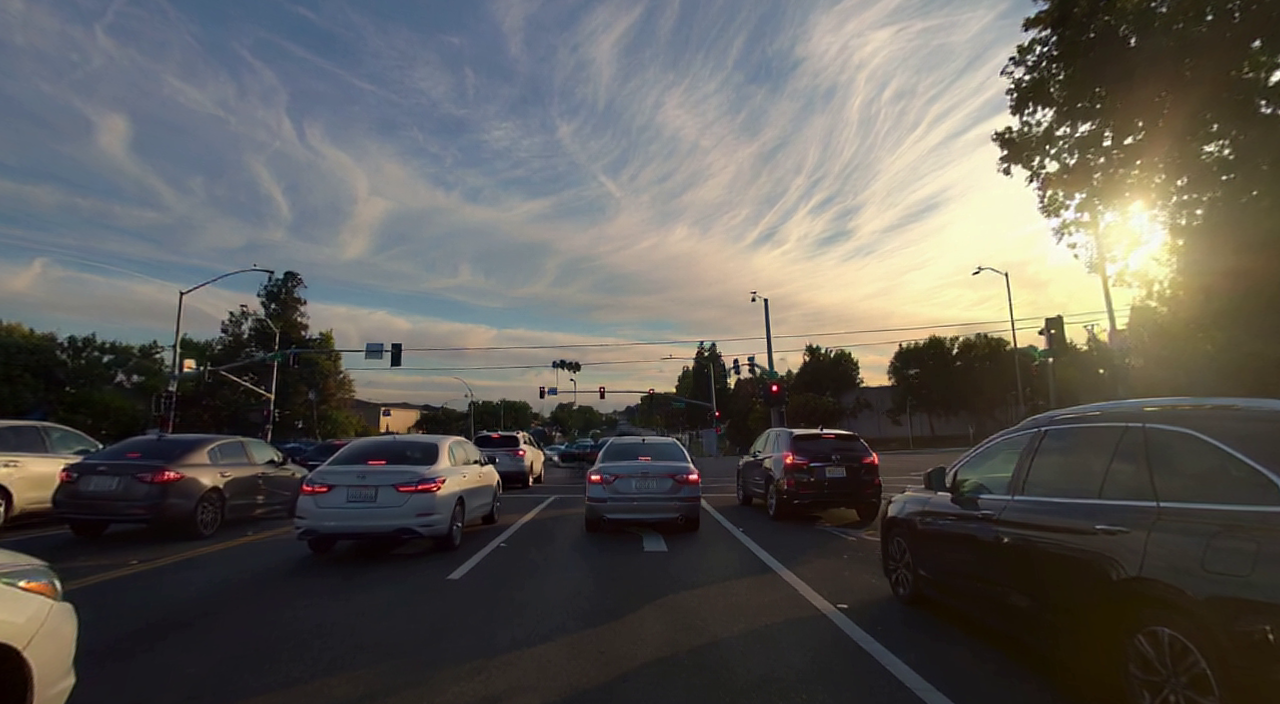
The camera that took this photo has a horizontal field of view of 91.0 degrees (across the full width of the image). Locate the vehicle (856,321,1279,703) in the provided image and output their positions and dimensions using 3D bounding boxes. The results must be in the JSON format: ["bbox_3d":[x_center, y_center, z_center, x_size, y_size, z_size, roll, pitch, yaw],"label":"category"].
[{"bbox_3d":[3.145,0.988,3.742,2.074,1.685,4.387,0,-8,-1],"label":"vehicle"}]

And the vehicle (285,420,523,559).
[{"bbox_3d":[-3.069,1.876,9.335,1.896,1.546,4.378,0,-8,-1],"label":"vehicle"}]

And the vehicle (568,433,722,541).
[{"bbox_3d":[-0.007,2.102,10.427,2.076,1.438,3.770,0,-8,-2],"label":"vehicle"}]

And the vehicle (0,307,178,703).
[{"bbox_3d":[-3.210,0.498,0.609,2.079,1.756,4.676,0,-8,-2],"label":"vehicle"}]

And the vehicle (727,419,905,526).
[{"bbox_3d":[3.070,2.201,12.028,2.106,1.667,4.101,0,-8,-1],"label":"vehicle"}]
